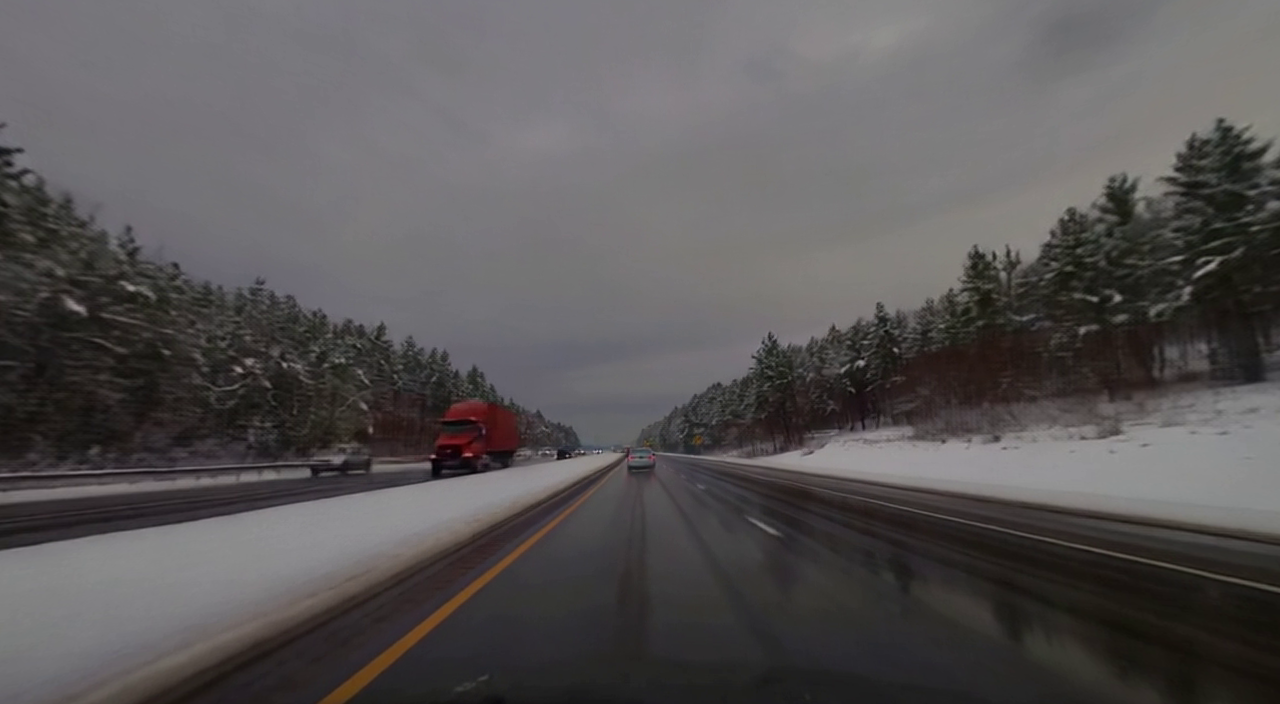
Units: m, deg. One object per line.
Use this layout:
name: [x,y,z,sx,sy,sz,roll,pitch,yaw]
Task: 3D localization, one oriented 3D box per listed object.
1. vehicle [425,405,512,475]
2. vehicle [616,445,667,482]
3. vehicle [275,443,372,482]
vehicle: [-8.901,4.722,33.647,2.612,3.281,7.073,0,-9,0]
vehicle: [0.033,4.984,28.475,2.114,1.523,4.012,0,-9,-1]
vehicle: [-13.252,4.625,26.718,1.843,1.501,4.395,0,-9,0]
